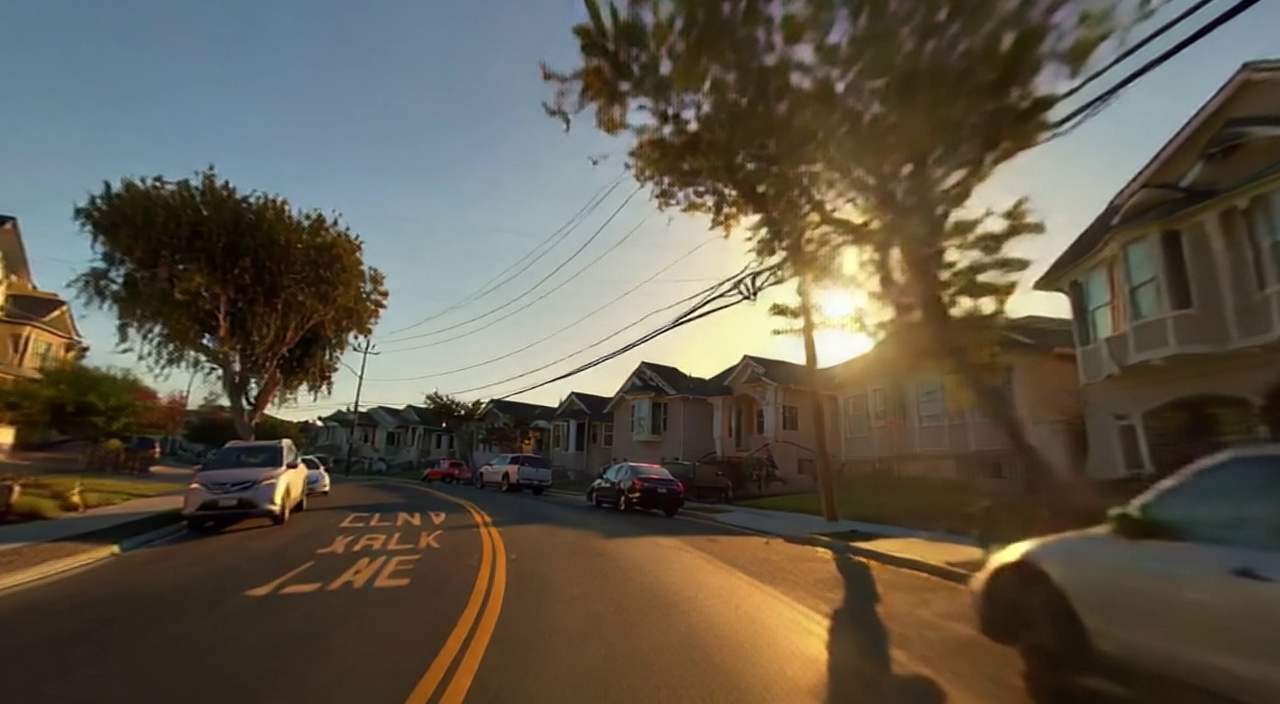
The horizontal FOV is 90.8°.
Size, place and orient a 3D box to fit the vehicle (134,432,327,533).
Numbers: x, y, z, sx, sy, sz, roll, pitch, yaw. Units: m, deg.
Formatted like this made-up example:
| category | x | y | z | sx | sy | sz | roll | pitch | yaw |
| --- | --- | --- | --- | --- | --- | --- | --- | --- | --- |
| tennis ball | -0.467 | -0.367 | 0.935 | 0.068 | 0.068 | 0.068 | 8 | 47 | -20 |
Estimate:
| category | x | y | z | sx | sy | sz | roll | pitch | yaw |
| --- | --- | --- | --- | --- | --- | --- | --- | --- | --- |
| vehicle | -9.048 | 2.972 | 14.682 | 2.378 | 1.840 | 5.389 | 4 | -11 | -18 |

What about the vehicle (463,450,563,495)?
| category | x | y | z | sx | sy | sz | roll | pitch | yaw |
| --- | --- | --- | --- | --- | --- | --- | --- | --- | --- |
| vehicle | -6.190 | 5.713 | 30.249 | 2.449 | 1.869 | 5.504 | 11 | -13 | -35 |

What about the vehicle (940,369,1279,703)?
| category | x | y | z | sx | sy | sz | roll | pitch | yaw |
| --- | --- | --- | --- | --- | --- | --- | --- | --- | --- |
| vehicle | 3.489 | 0.970 | 2.619 | 1.994 | 1.682 | 4.750 | 3 | -9 | -3 |

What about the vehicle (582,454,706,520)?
| category | x | y | z | sx | sy | sz | roll | pitch | yaw |
| --- | --- | --- | --- | --- | --- | --- | --- | --- | --- |
| vehicle | -0.048 | 3.812 | 18.330 | 1.923 | 1.531 | 4.568 | 8 | -11 | -21 |

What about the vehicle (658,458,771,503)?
| category | x | y | z | sx | sy | sz | roll | pitch | yaw |
| --- | --- | --- | --- | --- | --- | --- | --- | --- | --- |
| vehicle | 2.994 | 5.075 | 25.298 | 4.163 | 1.586 | 2.023 | 6 | -10 | -33 |

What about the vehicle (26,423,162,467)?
| category | x | y | z | sx | sy | sz | roll | pitch | yaw |
| --- | --- | --- | --- | --- | --- | --- | --- | --- | --- |
| vehicle | -22.923 | 3.998 | 26.676 | 4.064 | 1.569 | 1.861 | 9 | -18 | -40 |
